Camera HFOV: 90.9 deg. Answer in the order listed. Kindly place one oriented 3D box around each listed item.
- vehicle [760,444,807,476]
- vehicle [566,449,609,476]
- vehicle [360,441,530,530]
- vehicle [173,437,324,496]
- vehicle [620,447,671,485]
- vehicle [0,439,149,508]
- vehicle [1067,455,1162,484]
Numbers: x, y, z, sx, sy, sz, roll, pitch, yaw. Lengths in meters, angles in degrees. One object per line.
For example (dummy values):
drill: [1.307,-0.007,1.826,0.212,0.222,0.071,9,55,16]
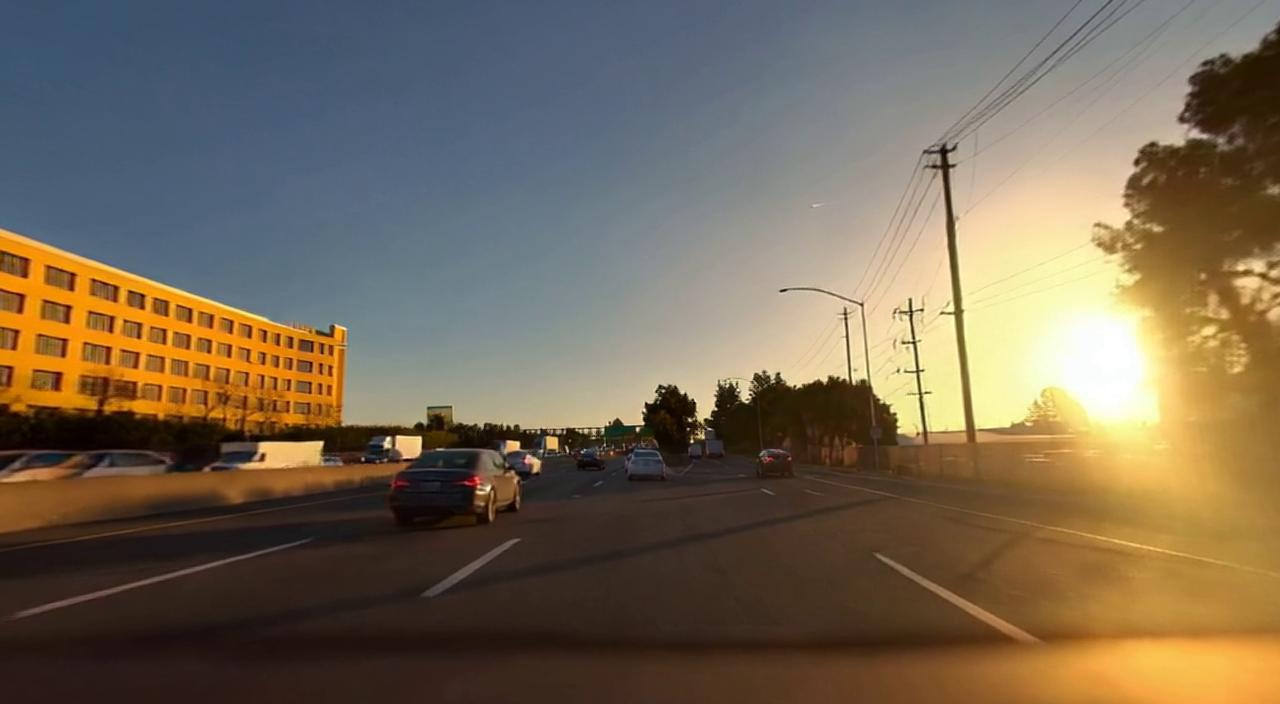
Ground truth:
vehicle: [8.792,6.648,39.077,2.106,1.817,4.845,-1,-8,4]
vehicle: [-3.114,6.636,37.976,2.034,1.466,4.363,-1,-8,3]
vehicle: [-3.810,2.671,13.345,2.059,1.508,4.662,-1,-8,1]
vehicle: [-12.743,3.739,20.974,2.037,1.712,4.530,-1,-8,1]
vehicle: [0.243,5.034,28.160,2.107,1.538,3.999,-1,-8,0]
vehicle: [-16.471,3.264,17.395,2.017,1.664,4.715,0,-8,0]
vehicle: [27.802,6.867,37.133,1.820,1.512,4.294,1,-9,-9]
